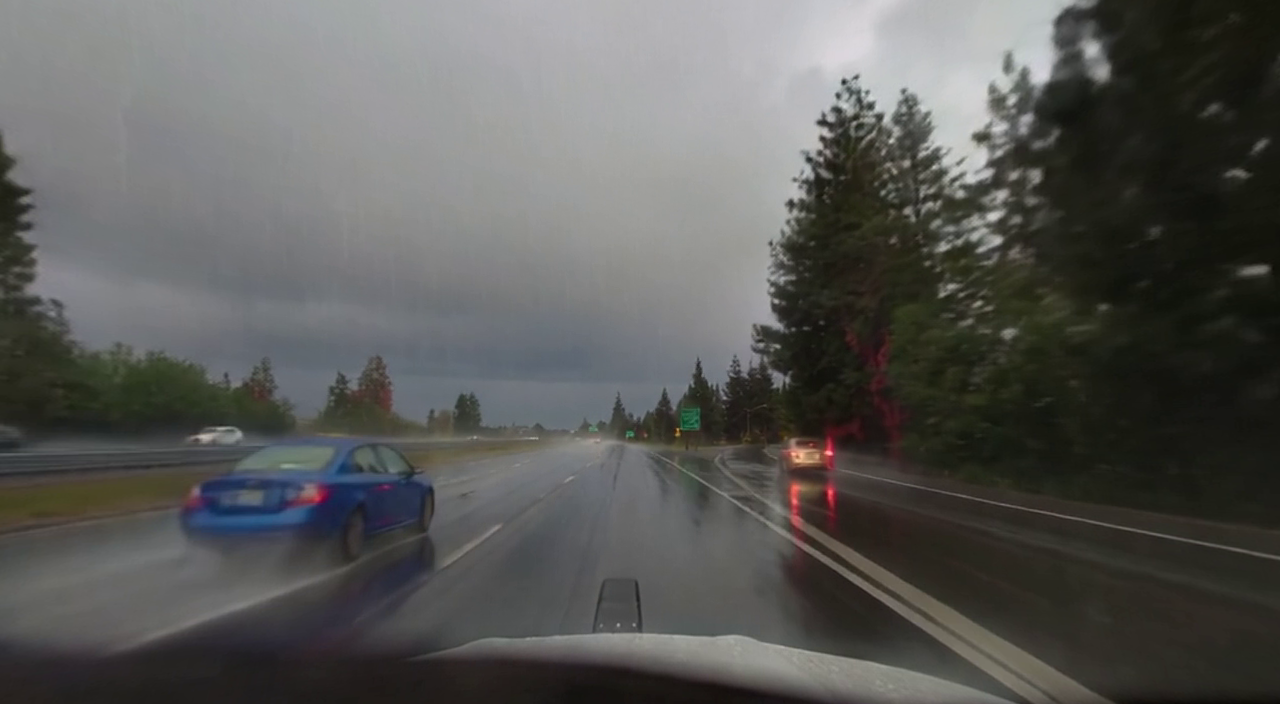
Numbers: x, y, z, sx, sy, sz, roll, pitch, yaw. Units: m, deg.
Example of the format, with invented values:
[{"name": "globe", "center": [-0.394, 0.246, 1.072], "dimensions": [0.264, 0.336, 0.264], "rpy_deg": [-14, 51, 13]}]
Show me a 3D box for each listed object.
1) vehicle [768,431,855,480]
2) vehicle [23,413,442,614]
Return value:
[{"name": "vehicle", "center": [6.257, 3.809, 23.578], "dimensions": [2.084, 1.614, 4.762], "rpy_deg": [-1, -8, 2]}, {"name": "vehicle", "center": [-3.858, 1.547, 7.018], "dimensions": [2.008, 1.567, 3.959], "rpy_deg": [0, -8, 0]}]
